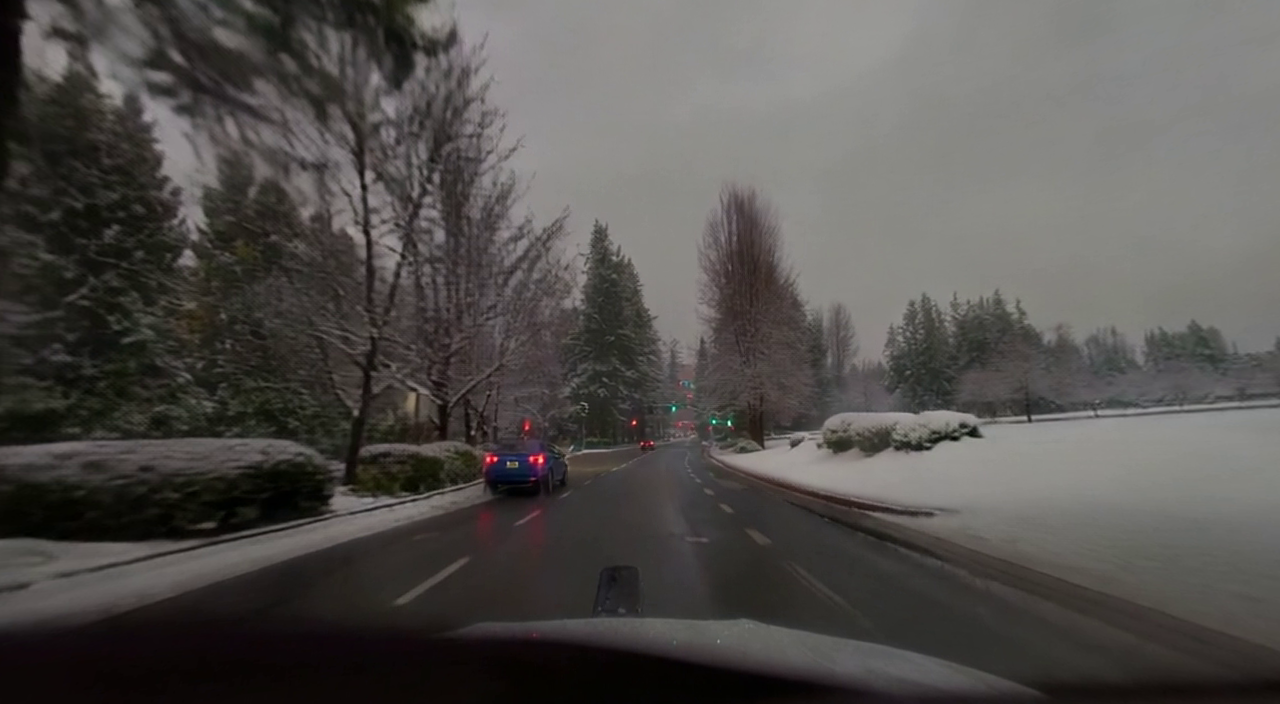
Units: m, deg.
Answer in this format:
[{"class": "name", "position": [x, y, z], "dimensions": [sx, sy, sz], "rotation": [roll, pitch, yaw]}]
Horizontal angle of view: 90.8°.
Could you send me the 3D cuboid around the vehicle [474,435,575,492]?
[{"class": "vehicle", "position": [-3.314, 3.331, 19.217], "dimensions": [2.038, 1.486, 4.678], "rotation": [0, -9, 2]}]
